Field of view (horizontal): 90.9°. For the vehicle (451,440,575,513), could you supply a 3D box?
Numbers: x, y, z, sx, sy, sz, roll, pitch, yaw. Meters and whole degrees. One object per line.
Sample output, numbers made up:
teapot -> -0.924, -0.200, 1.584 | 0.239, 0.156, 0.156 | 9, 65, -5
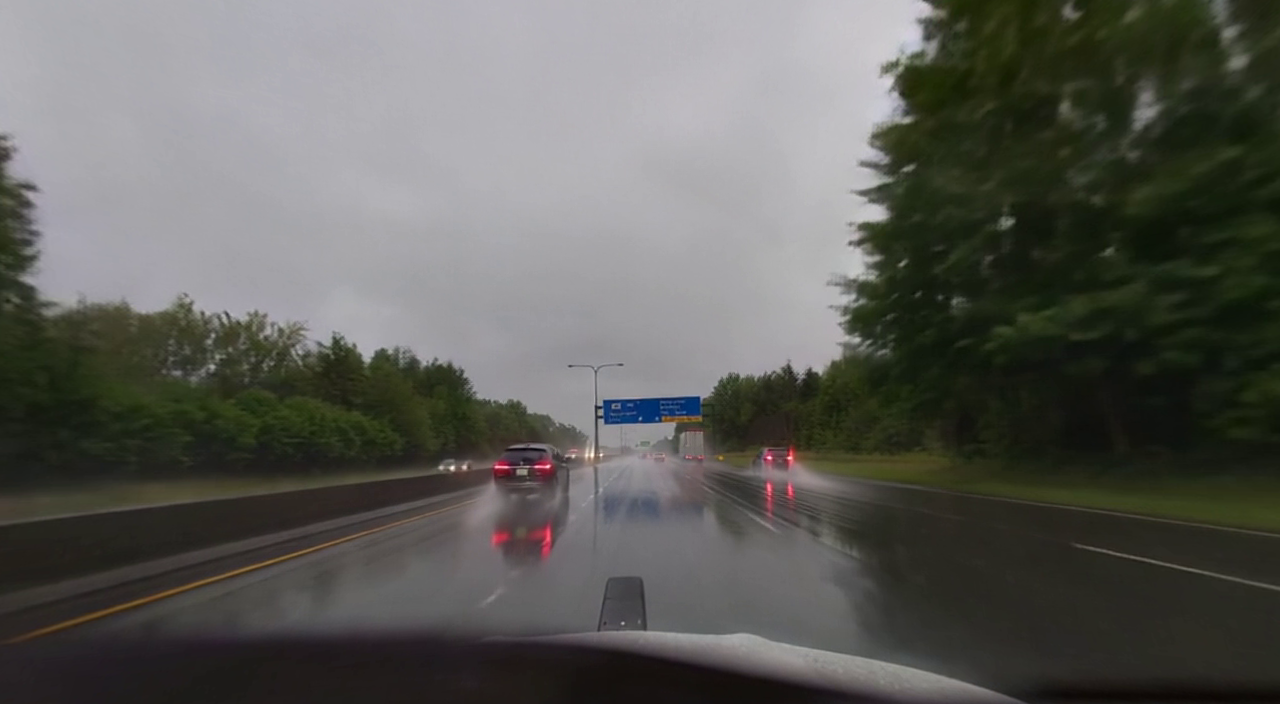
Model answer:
vehicle -> -2.994, 3.043, 15.938 | 2.191, 1.563, 4.318 | 0, -9, 1

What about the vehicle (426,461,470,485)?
vehicle -> -11.780, 7.443, 38.885 | 1.628, 1.353, 3.499 | 0, -9, 0

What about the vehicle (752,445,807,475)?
vehicle -> 7.583, 5.921, 34.706 | 1.943, 1.493, 4.507 | 0, -9, -1
